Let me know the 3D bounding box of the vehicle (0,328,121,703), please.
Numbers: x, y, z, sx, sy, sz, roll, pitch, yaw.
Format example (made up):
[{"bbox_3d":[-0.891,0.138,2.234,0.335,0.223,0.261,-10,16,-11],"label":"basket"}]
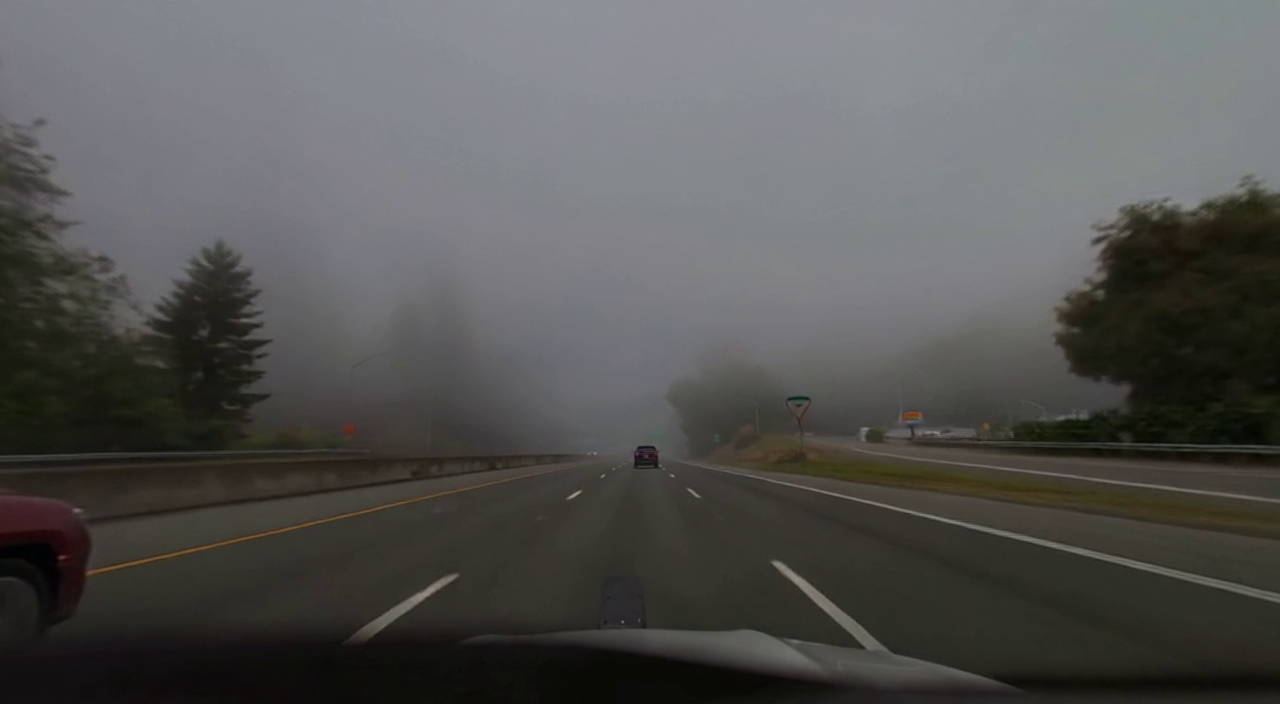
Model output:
[{"bbox_3d":[-3.915,0.534,1.033,2.139,1.804,4.611,0,-9,0],"label":"vehicle"}]

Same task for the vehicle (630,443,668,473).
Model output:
[{"bbox_3d":[0.514,6.299,37.582,2.087,1.682,4.388,0,-9,0],"label":"vehicle"}]
